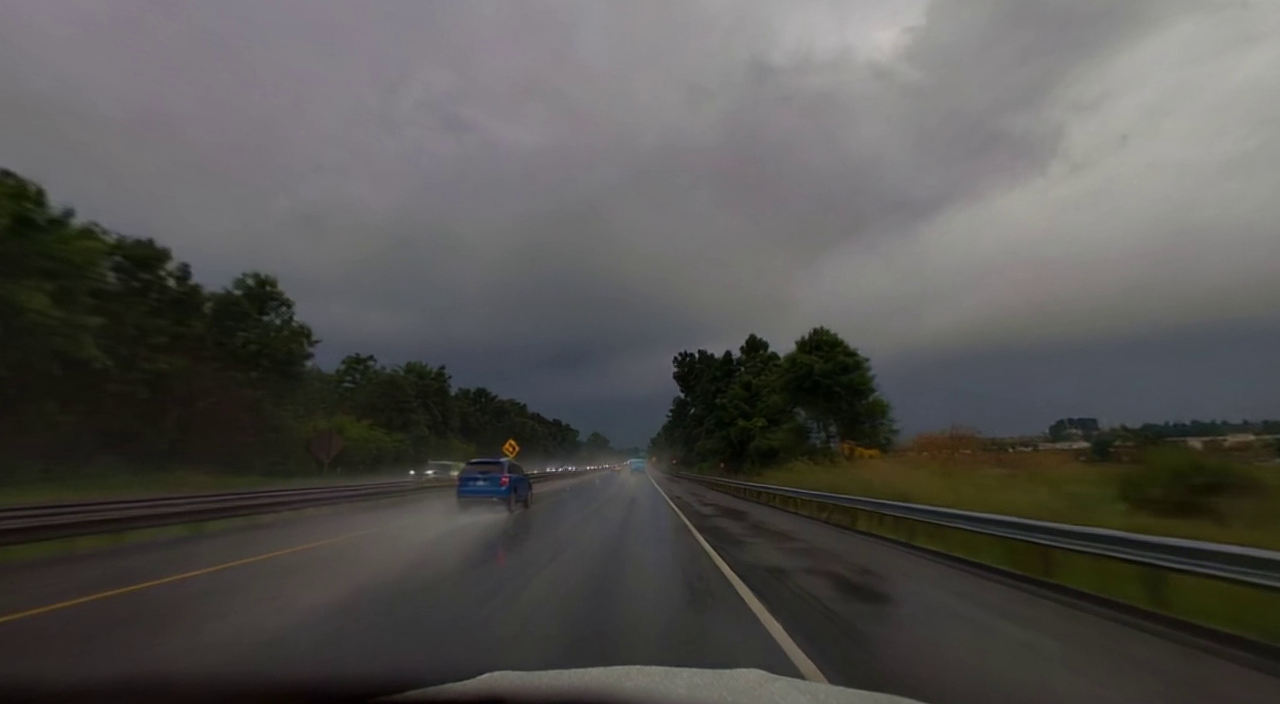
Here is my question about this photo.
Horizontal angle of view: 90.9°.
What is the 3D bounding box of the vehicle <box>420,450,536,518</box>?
[{"bbox_3d":[-4.321,3.632,17.623,2.042,1.629,4.276,1,-10,1],"label":"vehicle"}]
